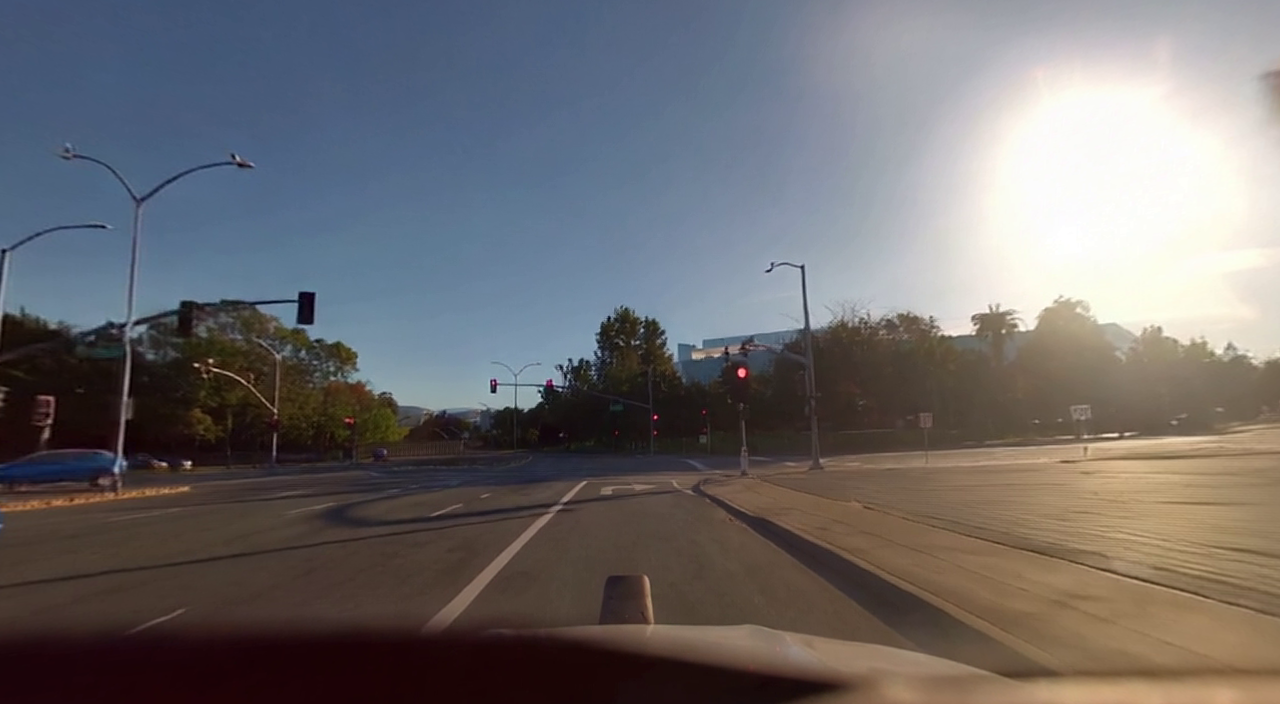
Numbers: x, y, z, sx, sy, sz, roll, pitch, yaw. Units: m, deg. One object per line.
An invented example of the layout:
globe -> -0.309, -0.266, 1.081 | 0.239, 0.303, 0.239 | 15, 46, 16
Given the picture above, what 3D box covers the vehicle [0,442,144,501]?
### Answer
vehicle -> -17.438, 3.434, 18.562 | 1.837, 1.530, 4.570 | -1, -8, 2
